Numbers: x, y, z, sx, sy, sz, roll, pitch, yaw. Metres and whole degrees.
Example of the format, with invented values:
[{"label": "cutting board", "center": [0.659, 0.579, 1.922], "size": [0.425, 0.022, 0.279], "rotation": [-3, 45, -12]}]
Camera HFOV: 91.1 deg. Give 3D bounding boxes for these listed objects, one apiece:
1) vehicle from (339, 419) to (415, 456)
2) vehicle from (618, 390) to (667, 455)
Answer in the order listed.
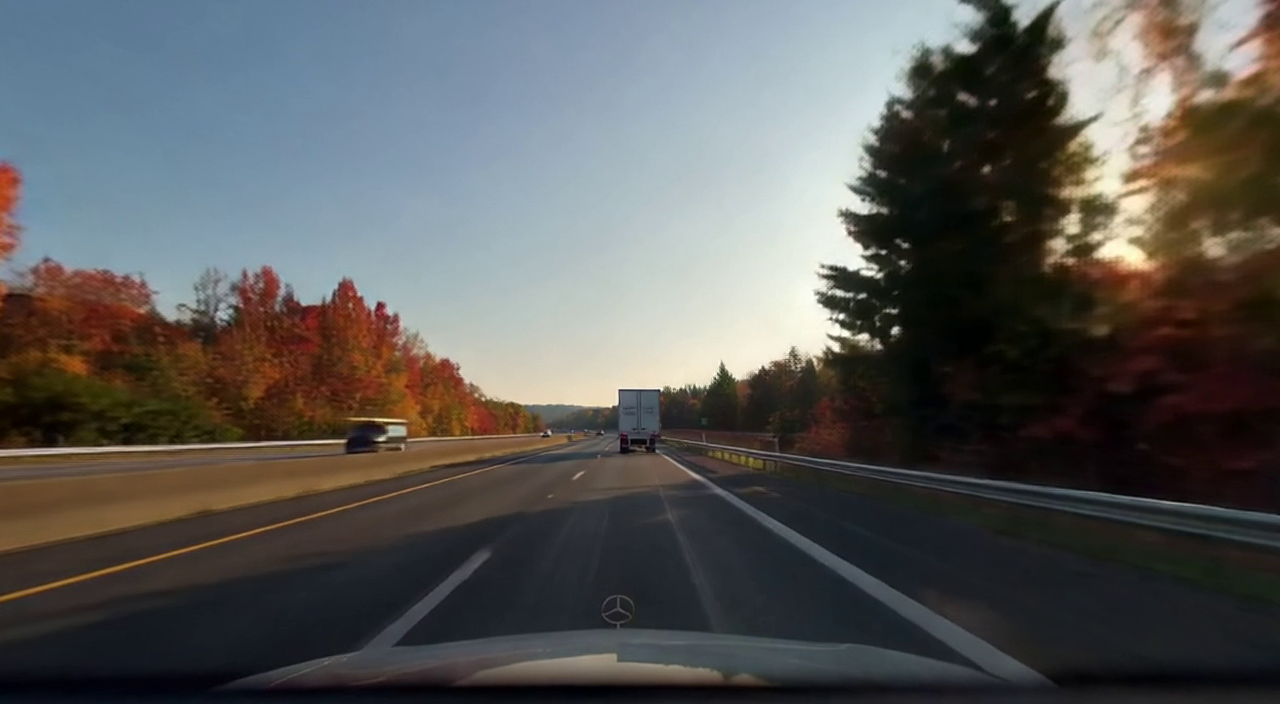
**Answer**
[{"label": "vehicle", "center": [-14.987, 4.916, 36.137], "size": [2.112, 1.931, 5.092], "rotation": [0, -8, 0]}, {"label": "vehicle", "center": [0.021, 5.113, 44.511], "size": [3.013, 4.016, 11.496], "rotation": [0, -8, -1]}]
